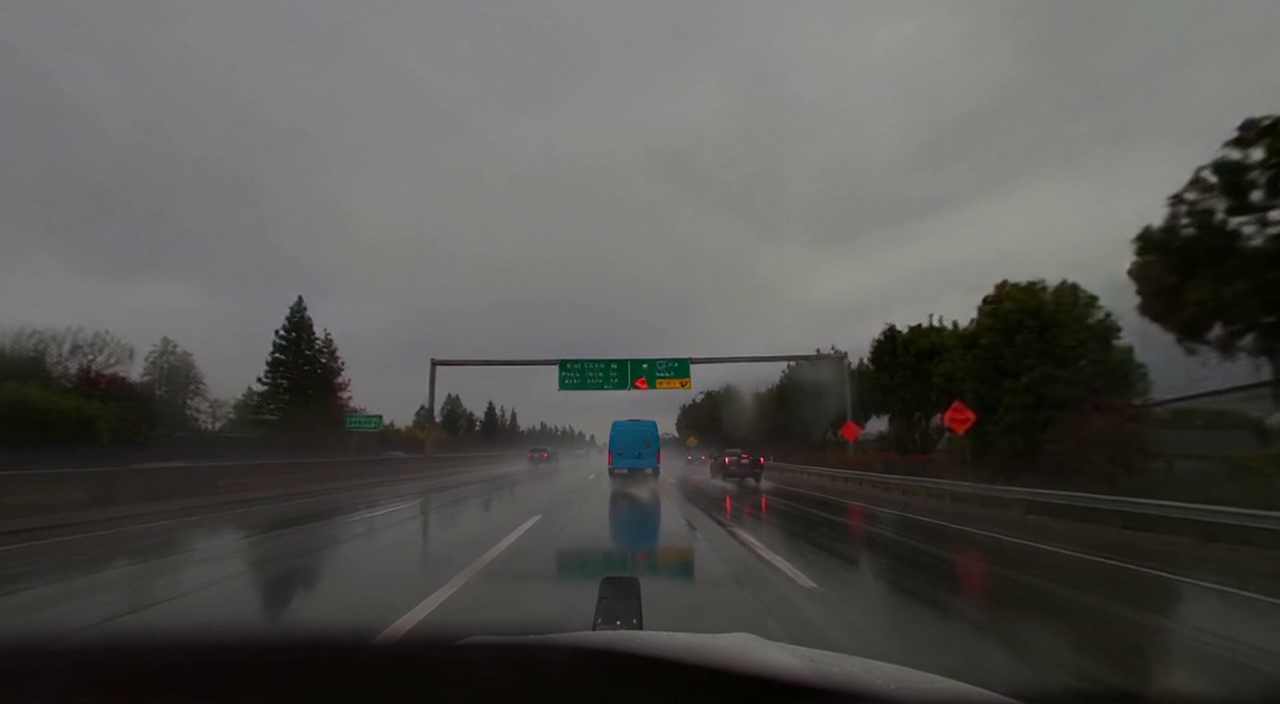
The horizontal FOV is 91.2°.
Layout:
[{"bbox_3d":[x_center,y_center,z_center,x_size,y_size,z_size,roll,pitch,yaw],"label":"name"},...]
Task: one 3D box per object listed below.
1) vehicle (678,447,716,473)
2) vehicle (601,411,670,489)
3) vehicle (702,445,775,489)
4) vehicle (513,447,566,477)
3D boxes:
[{"bbox_3d":[3.447,6.659,38.870,1.978,1.510,4.462,0,-9,1],"label":"vehicle"},{"bbox_3d":[-0.194,3.655,23.475,2.268,2.551,5.144,0,-9,-1],"label":"vehicle"},{"bbox_3d":[3.700,4.419,24.454,2.015,1.491,4.732,0,-9,-1],"label":"vehicle"},{"bbox_3d":[-5.293,5.856,33.604,2.003,1.498,4.386,-1,-9,1],"label":"vehicle"}]
